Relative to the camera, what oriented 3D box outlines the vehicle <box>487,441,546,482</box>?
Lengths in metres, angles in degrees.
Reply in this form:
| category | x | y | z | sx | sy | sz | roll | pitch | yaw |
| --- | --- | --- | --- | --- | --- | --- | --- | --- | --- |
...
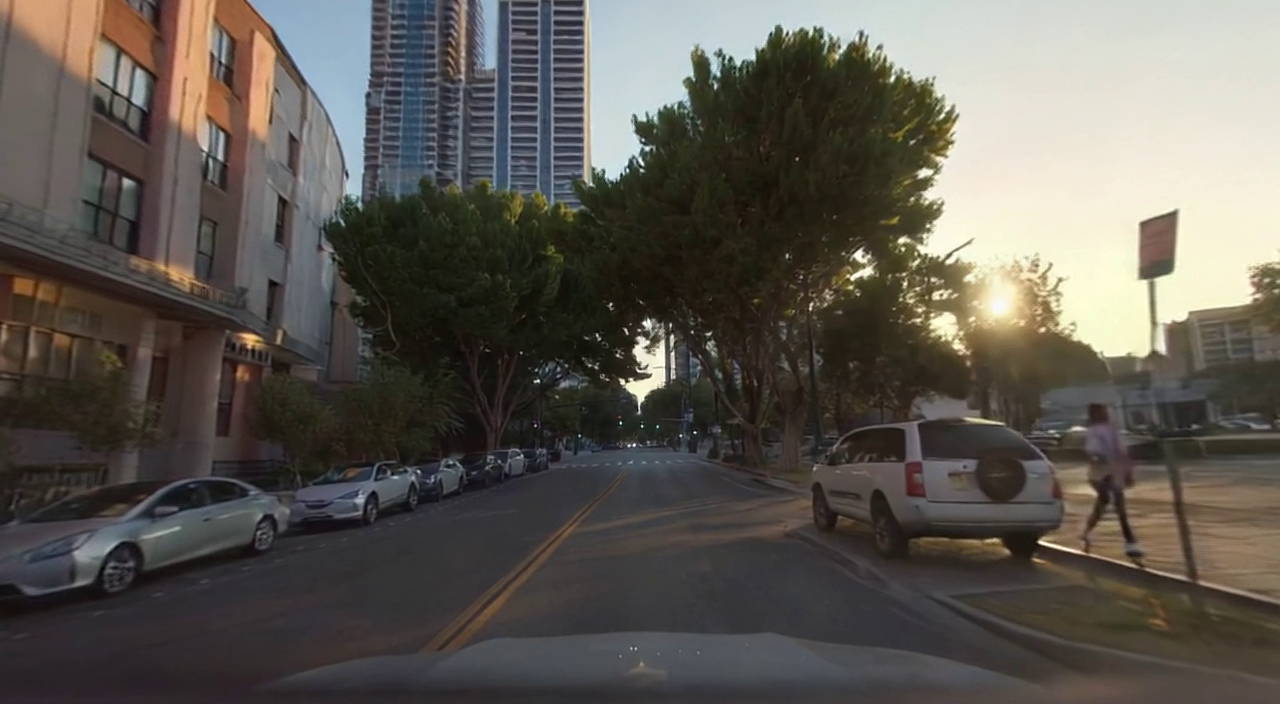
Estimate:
| category | x | y | z | sx | sy | sz | roll | pitch | yaw |
| --- | --- | --- | --- | --- | --- | --- | --- | --- | --- |
| vehicle | -6.325 | 5.637 | 32.857 | 2.273 | 1.871 | 4.920 | -1 | -8 | -2 |

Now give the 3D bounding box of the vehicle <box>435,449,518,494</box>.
| category | x | y | z | sx | sy | sz | roll | pitch | yaw |
| --- | --- | --- | --- | --- | --- | --- | --- | --- | --- |
| vehicle | -6.539 | 4.805 | 25.781 | 2.270 | 1.539 | 4.855 | -1 | -8 | -2 |

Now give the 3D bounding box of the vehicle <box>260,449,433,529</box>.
| category | x | y | z | sx | sy | sz | roll | pitch | yaw |
| --- | --- | --- | --- | --- | --- | --- | --- | --- | --- |
| vehicle | -6.748 | 3.148 | 15.173 | 2.110 | 1.498 | 4.555 | -1 | -8 | -2 |

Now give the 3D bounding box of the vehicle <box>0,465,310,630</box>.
| category | x | y | z | sx | sy | sz | roll | pitch | yaw |
| --- | --- | --- | --- | --- | --- | --- | --- | --- | --- |
| vehicle | -6.875 | 2.439 | 8.888 | 1.889 | 1.451 | 5.013 | -1 | -8 | -2 |

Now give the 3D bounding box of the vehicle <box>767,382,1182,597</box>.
| category | x | y | z | sx | sy | sz | roll | pitch | yaw |
| --- | --- | --- | --- | --- | --- | --- | --- | --- | --- |
| vehicle | 3.891 | 1.764 | 9.220 | 2.568 | 2.001 | 5.999 | -2 | -8 | -2 |
